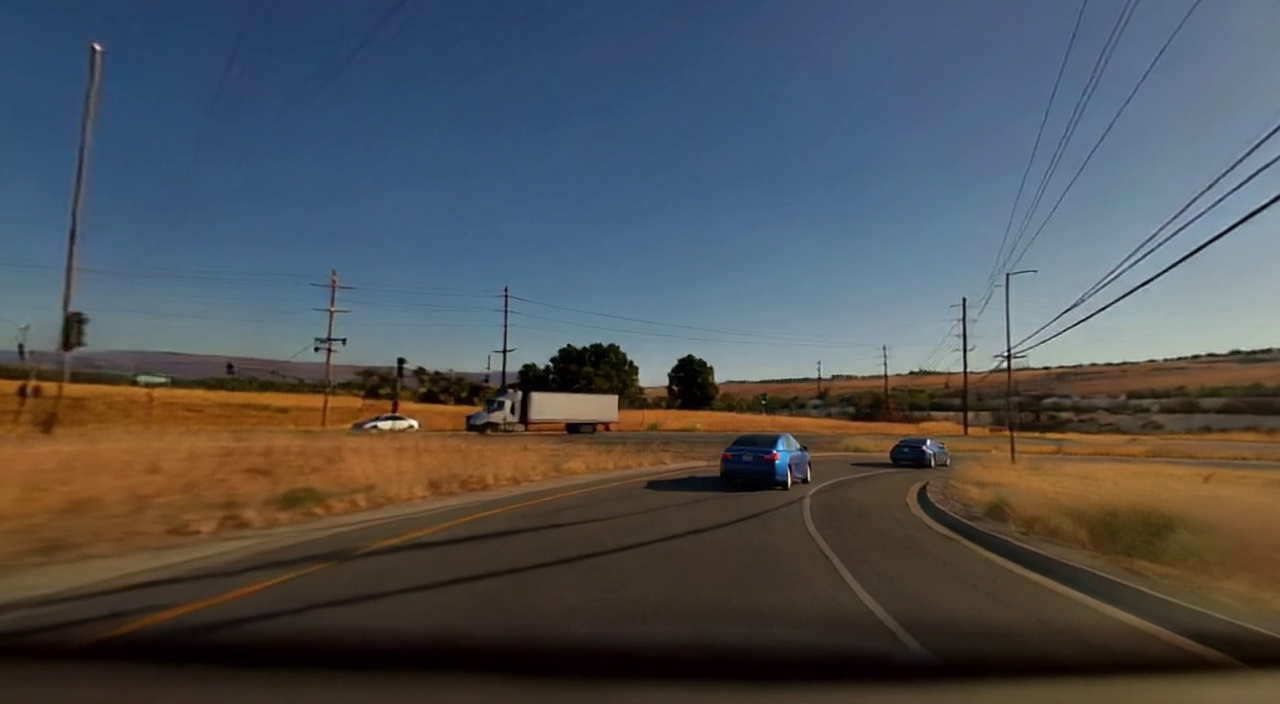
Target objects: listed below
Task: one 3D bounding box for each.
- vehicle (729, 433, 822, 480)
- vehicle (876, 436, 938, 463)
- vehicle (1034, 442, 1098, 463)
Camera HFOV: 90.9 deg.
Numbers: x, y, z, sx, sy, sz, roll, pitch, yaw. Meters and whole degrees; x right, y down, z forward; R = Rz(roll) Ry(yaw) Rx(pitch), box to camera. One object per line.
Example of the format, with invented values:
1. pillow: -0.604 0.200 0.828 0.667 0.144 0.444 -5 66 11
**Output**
1. vehicle: 4.704 3.501 21.470 2.026 1.407 4.374 -4 -9 26
2. vehicle: 15.805 5.723 37.213 1.836 1.465 4.307 -8 -12 44
3. vehicle: 31.655 7.436 46.834 4.102 1.552 1.931 4 -9 -23
